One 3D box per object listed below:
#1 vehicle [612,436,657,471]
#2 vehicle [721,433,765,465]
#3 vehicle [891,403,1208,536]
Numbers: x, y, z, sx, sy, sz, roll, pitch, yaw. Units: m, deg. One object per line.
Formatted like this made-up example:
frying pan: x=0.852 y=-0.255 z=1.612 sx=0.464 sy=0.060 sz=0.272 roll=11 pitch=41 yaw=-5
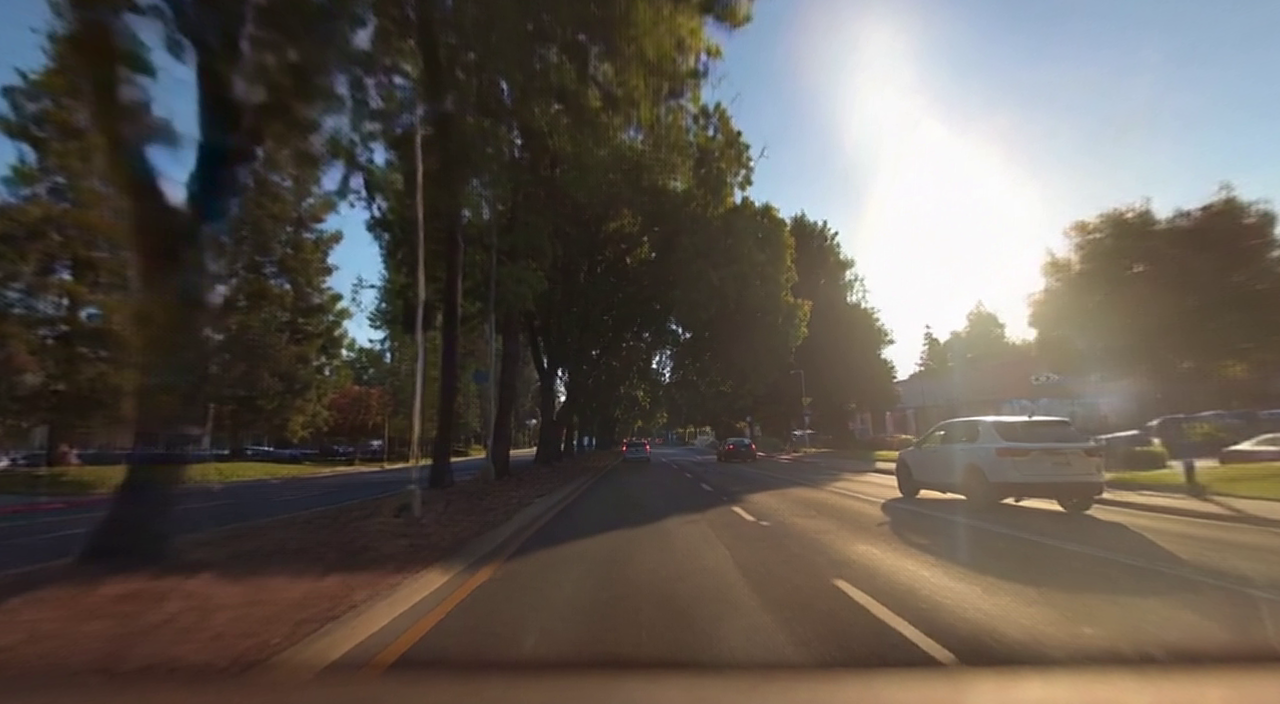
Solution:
vehicle: x=-0.265 y=4.864 z=30.546 sx=2.037 sy=1.568 sz=3.693 roll=0 pitch=-8 yaw=0
vehicle: x=6.388 y=6.051 z=39.531 sx=1.955 sy=1.845 sz=4.538 roll=0 pitch=-8 yaw=0
vehicle: x=7.107 y=2.120 z=12.101 sx=2.240 sy=1.923 sz=5.678 roll=0 pitch=-8 yaw=0
